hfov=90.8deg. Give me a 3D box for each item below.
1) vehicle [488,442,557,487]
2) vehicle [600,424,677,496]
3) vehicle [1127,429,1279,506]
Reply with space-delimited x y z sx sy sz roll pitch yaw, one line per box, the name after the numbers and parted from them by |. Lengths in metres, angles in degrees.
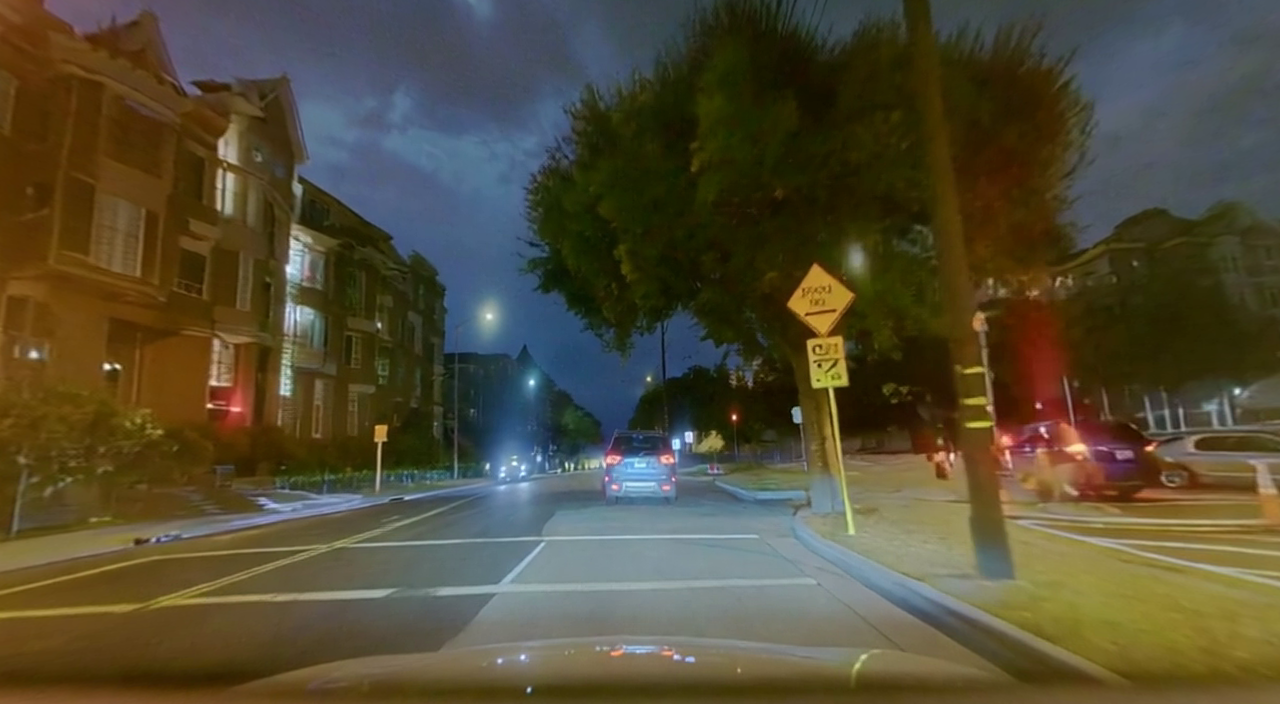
-6.096 5.898 33.585 2.502 2.163 5.833 0 -9 0 | vehicle
-0.064 3.445 20.480 2.169 2.015 5.206 0 -9 0 | vehicle
13.169 2.336 12.957 4.567 1.448 1.890 -1 -9 8 | vehicle
